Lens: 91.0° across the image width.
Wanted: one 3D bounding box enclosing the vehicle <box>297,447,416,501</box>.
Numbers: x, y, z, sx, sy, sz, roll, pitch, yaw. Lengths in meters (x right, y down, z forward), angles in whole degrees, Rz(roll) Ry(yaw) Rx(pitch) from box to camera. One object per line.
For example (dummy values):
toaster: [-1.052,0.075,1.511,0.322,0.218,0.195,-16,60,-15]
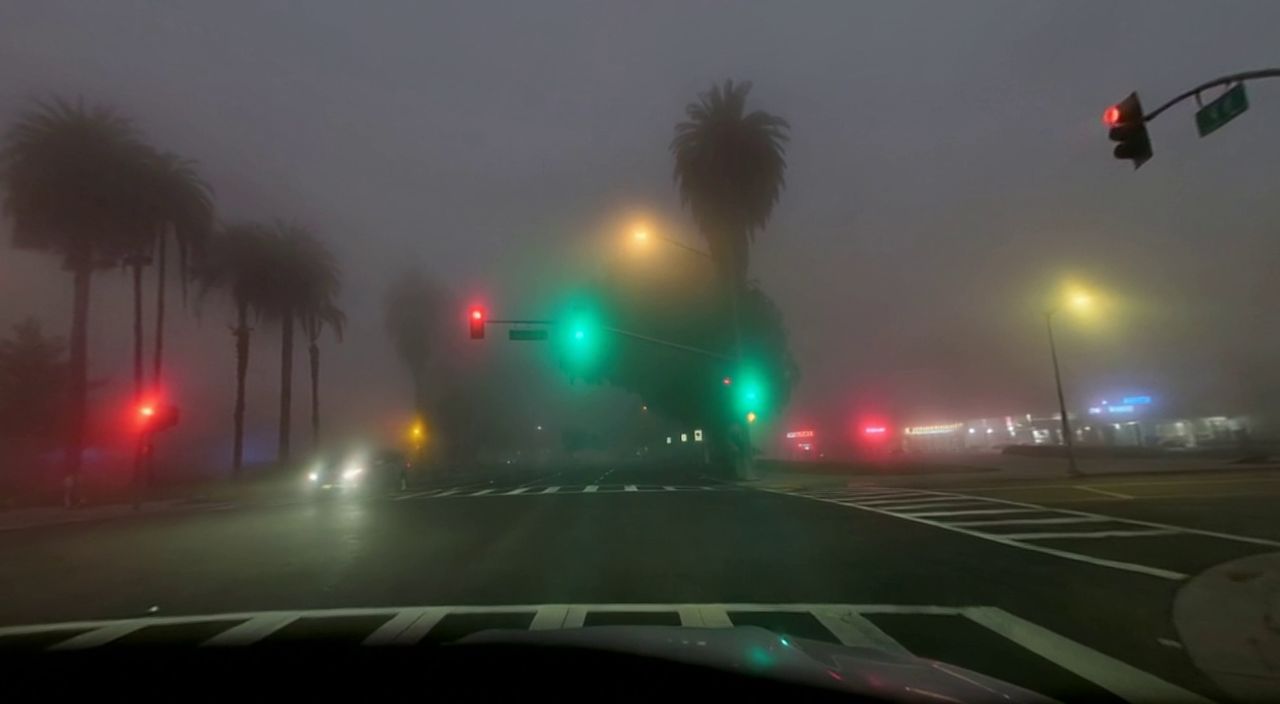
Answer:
vehicle: [-10.730,4.605,24.332,2.270,1.833,4.860,0,-9,1]
